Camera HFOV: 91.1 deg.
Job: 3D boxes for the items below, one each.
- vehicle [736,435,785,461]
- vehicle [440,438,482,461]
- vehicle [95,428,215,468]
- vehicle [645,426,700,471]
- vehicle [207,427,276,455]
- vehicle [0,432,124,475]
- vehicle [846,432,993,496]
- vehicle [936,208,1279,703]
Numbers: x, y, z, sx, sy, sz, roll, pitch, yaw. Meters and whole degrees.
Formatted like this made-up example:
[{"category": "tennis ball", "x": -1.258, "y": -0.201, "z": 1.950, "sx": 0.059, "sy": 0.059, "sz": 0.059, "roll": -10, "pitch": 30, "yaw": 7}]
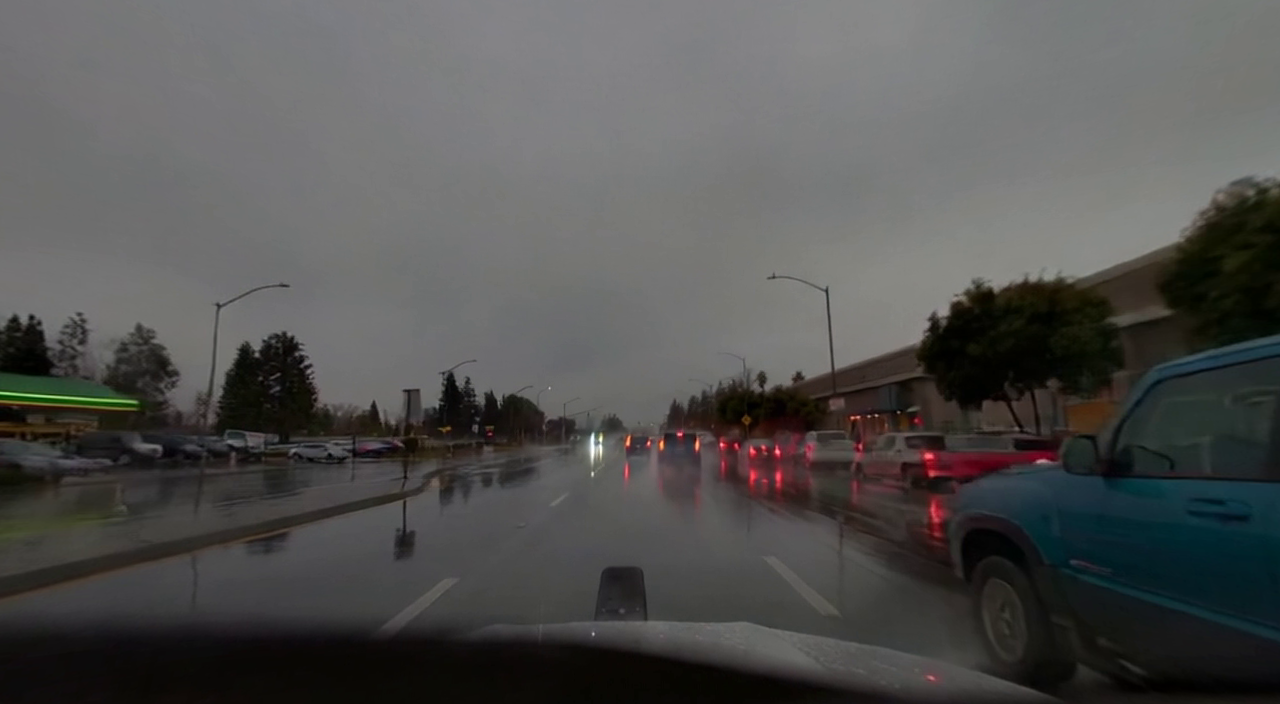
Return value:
[{"category": "vehicle", "x": 7.448, "y": 6.001, "z": 39.297, "sx": 2.055, "sy": 1.508, "sz": 4.782, "roll": 0, "pitch": -8, "yaw": 0}, {"category": "vehicle", "x": -11.884, "y": 6.501, "z": 41.994, "sx": 1.942, "sy": 1.473, "sz": 4.506, "roll": 1, "pitch": -8, "yaw": -6}, {"category": "vehicle", "x": -25.706, "y": 5.119, "z": 33.611, "sx": 2.086, "sy": 1.967, "sz": 5.297, "roll": 0, "pitch": -8, "yaw": 1}, {"category": "vehicle", "x": 1.423, "y": 4.443, "z": 29.170, "sx": 2.317, "sy": 1.857, "sz": 5.150, "roll": 0, "pitch": -8, "yaw": 1}, {"category": "vehicle", "x": -30.701, "y": 6.931, "z": 48.542, "sx": 2.042, "sy": 1.901, "sz": 5.209, "roll": -3, "pitch": -9, "yaw": -2}, {"category": "vehicle", "x": -26.230, "y": 4.508, "z": 28.167, "sx": 1.922, "sy": 1.755, "sz": 4.511, "roll": -1, "pitch": -8, "yaw": 7}, {"category": "vehicle", "x": 7.329, "y": 2.962, "z": 17.111, "sx": 1.831, "sy": 1.471, "sz": 4.866, "roll": 0, "pitch": -8, "yaw": 1}, {"category": "vehicle", "x": 3.027, "y": 0.527, "z": 1.596, "sx": 2.246, "sy": 1.963, "sz": 4.777, "roll": 0, "pitch": -8, "yaw": 1}]
